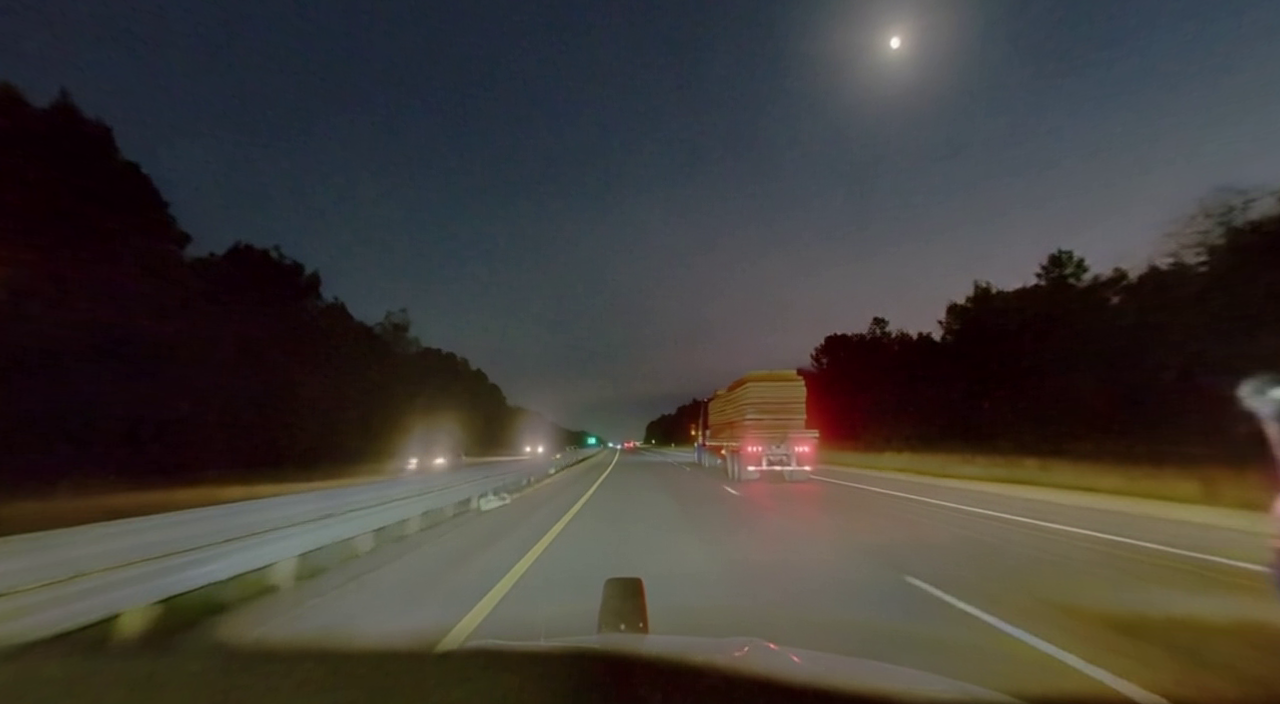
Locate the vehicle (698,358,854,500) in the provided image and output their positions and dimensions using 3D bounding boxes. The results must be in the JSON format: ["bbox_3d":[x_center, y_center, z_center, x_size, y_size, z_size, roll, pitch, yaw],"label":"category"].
[{"bbox_3d":[4.684,3.336,26.514,3.023,4.054,16.882,0,-8,1],"label":"vehicle"}]
